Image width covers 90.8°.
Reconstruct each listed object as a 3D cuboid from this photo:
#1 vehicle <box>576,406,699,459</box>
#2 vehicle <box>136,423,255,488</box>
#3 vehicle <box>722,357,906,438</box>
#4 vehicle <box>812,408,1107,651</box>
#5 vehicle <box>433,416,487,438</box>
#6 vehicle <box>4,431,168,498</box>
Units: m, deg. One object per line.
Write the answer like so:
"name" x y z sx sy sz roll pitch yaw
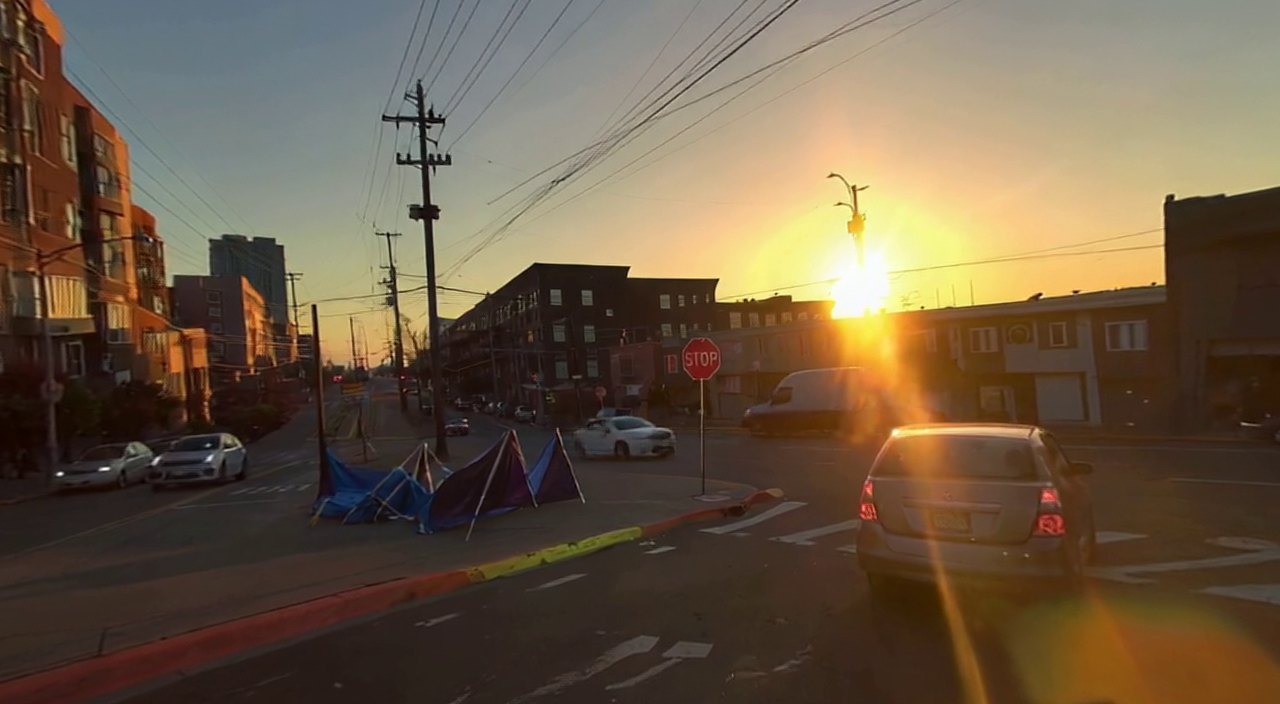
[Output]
"vehicle" -0.162 2.970 22.948 4.320 1.724 1.870 -8 -11 42
"vehicle" -13.392 3.115 19.323 1.987 1.686 3.971 0 -8 -21
"vehicle" 7.328 2.159 27.455 7.172 3.075 2.584 -7 -10 42
"vehicle" 3.438 1.545 6.657 1.945 1.647 4.160 -6 -10 32
"vehicle" -13.654 5.697 47.787 2.089 1.506 4.641 7 -11 -41
"vehicle" -17.136 3.462 19.955 2.054 1.800 5.212 3 -9 -20
